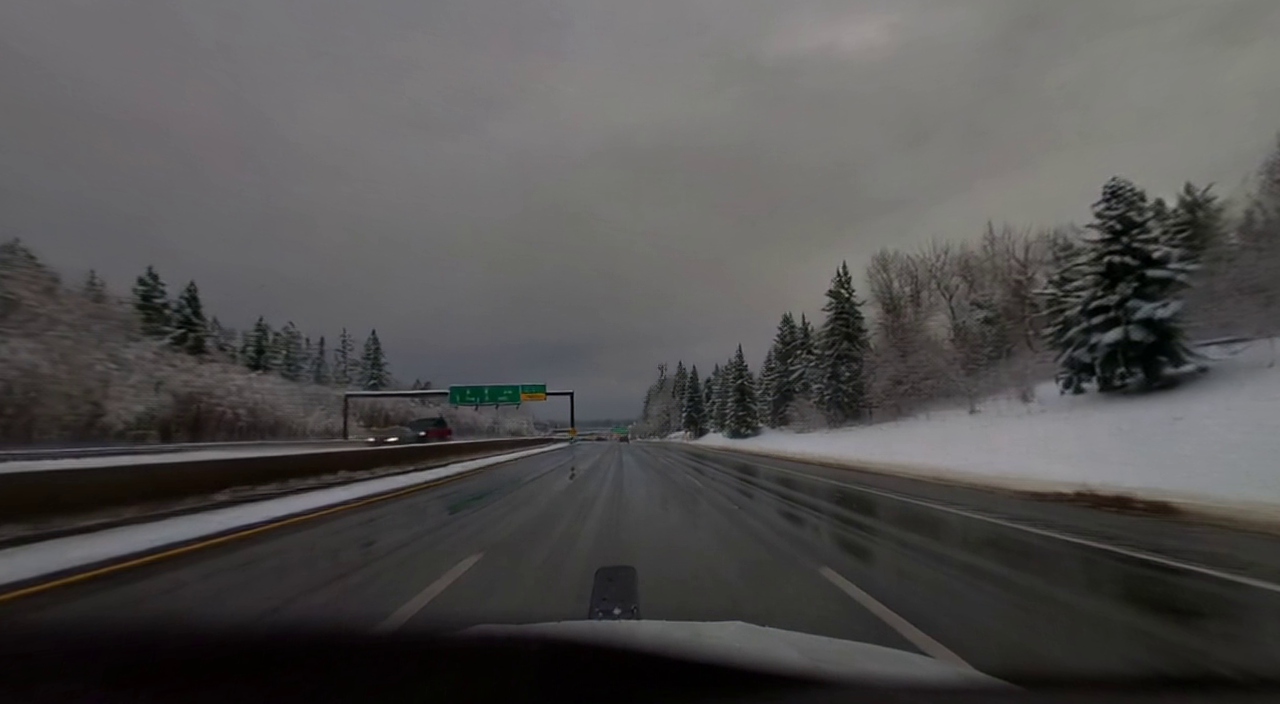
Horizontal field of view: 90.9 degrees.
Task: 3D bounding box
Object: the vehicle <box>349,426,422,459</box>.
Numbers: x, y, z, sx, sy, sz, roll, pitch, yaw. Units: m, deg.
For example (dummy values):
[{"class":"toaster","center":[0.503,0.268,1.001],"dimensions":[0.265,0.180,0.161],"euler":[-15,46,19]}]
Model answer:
[{"class":"vehicle","center":[-12.843,4.606,32.074],"dimensions":[1.880,1.531,4.487],"euler":[0,-8,-1]}]
